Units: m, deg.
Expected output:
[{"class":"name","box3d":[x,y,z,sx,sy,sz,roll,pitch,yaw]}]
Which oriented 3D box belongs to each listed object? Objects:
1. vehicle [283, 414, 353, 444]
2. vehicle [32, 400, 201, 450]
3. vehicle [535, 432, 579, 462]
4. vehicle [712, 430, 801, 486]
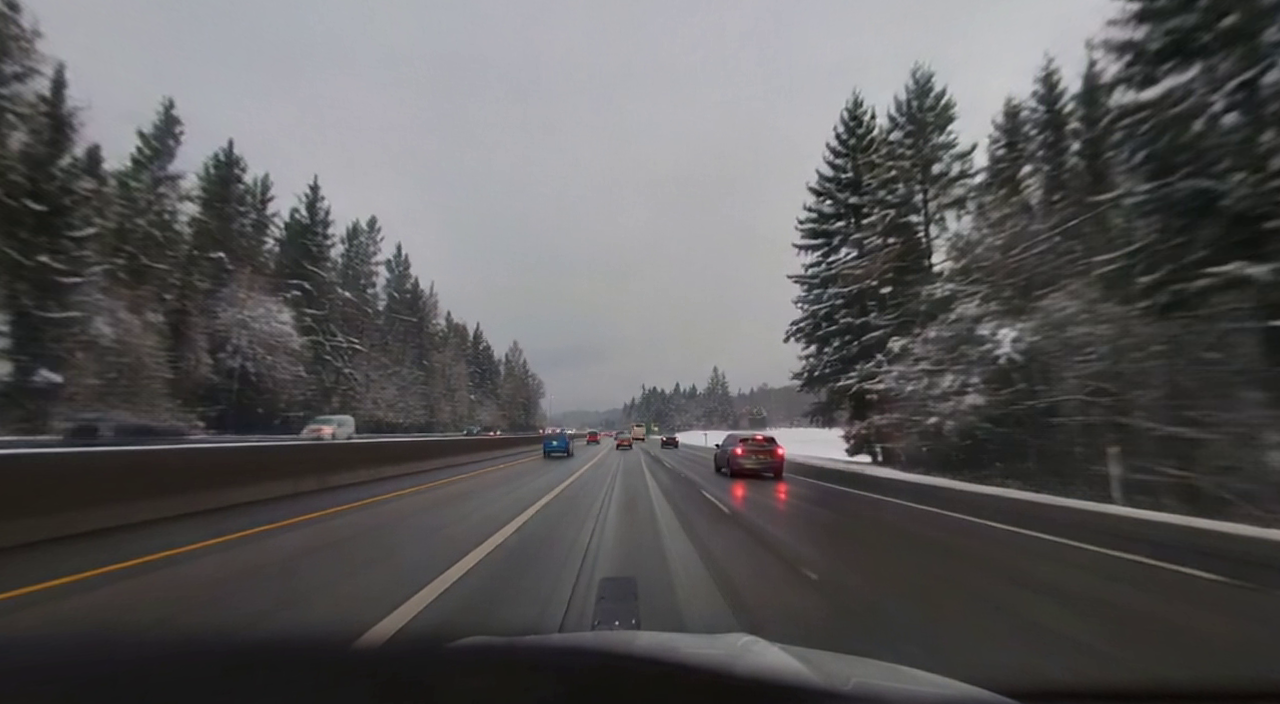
[{"class":"vehicle","box3d":[-21.808,5.264,42.951,2.150,1.879,5.149,0,-8,-2]},{"class":"vehicle","box3d":[-18.135,2.599,22.211,1.963,1.581,4.609,0,-8,0]},{"class":"vehicle","box3d":[-4.507,5.181,34.724,1.941,1.529,4.111,0,-8,-1]},{"class":"vehicle","box3d":[3.446,3.194,19.390,1.883,1.536,3.792,0,-8,-2]}]
